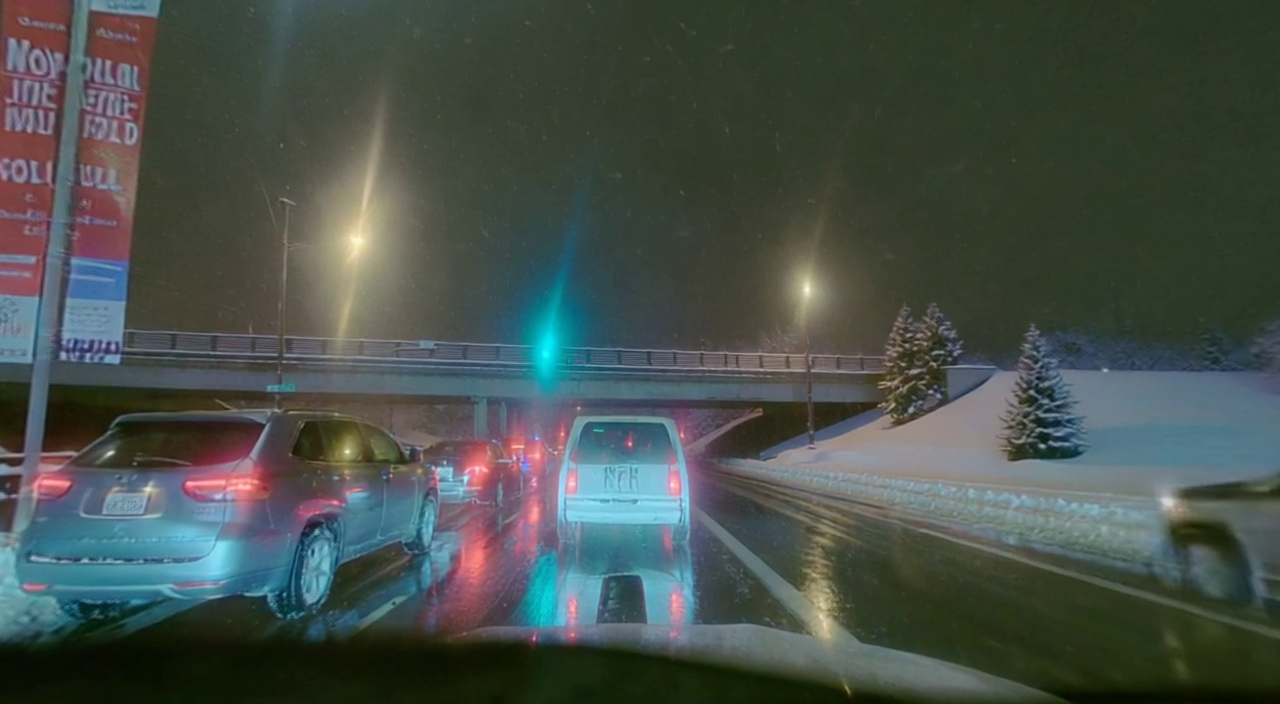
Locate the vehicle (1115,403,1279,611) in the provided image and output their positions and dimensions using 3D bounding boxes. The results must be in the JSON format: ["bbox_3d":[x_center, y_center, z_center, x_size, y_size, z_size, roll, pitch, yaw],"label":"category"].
[{"bbox_3d":[6.504,1.213,4.680,2.191,1.730,4.658,0,-9,-1],"label":"vehicle"}]

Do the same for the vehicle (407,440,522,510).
[{"bbox_3d":[-4.150,2.944,15.429,1.797,1.505,3.506,0,-9,0],"label":"vehicle"}]

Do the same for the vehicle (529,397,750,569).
[{"bbox_3d":[-0.086,1.770,9.197,2.409,1.864,4.471,0,-9,-2],"label":"vehicle"}]

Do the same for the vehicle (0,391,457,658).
[{"bbox_3d":[-3.495,1.434,6.260,2.039,1.709,4.265,0,-9,0],"label":"vehicle"}]
